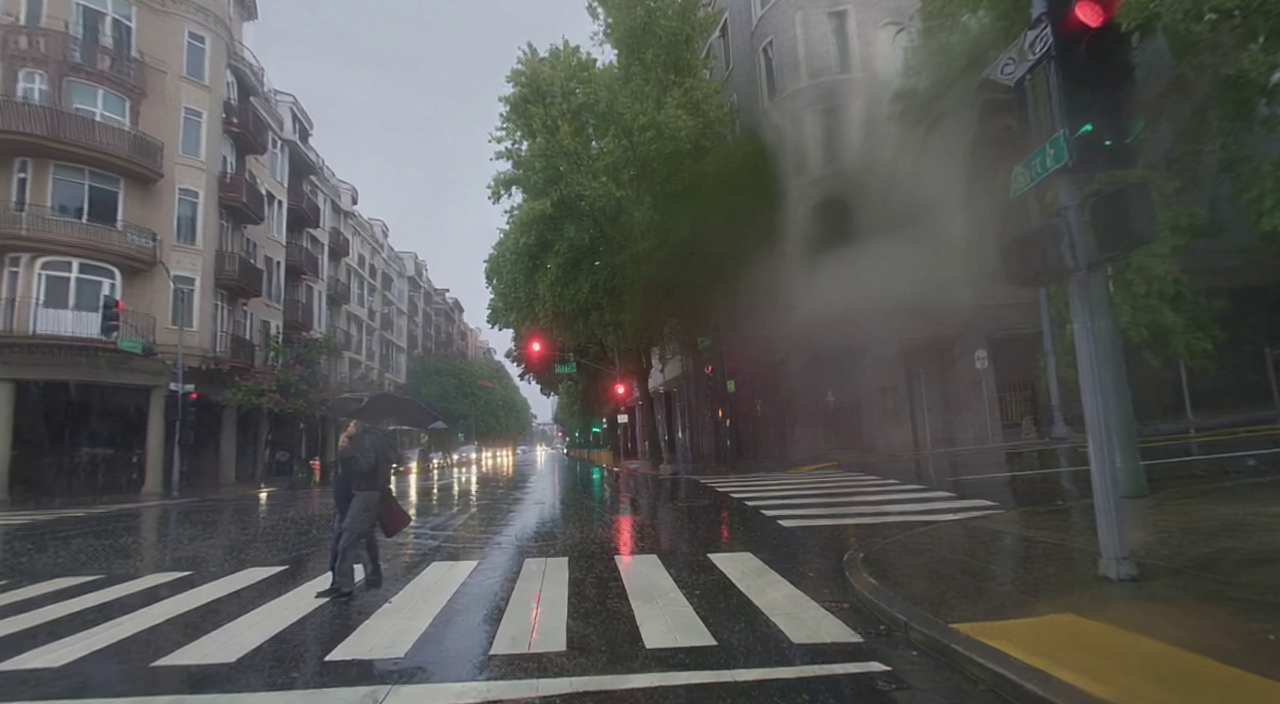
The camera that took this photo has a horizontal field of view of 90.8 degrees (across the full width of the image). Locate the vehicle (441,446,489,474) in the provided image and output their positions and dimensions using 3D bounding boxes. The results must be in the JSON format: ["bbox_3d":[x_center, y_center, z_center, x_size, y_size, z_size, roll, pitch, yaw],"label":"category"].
[{"bbox_3d":[-10.470,6.460,38.078,2.196,1.503,4.371,1,-8,-8],"label":"vehicle"}]
